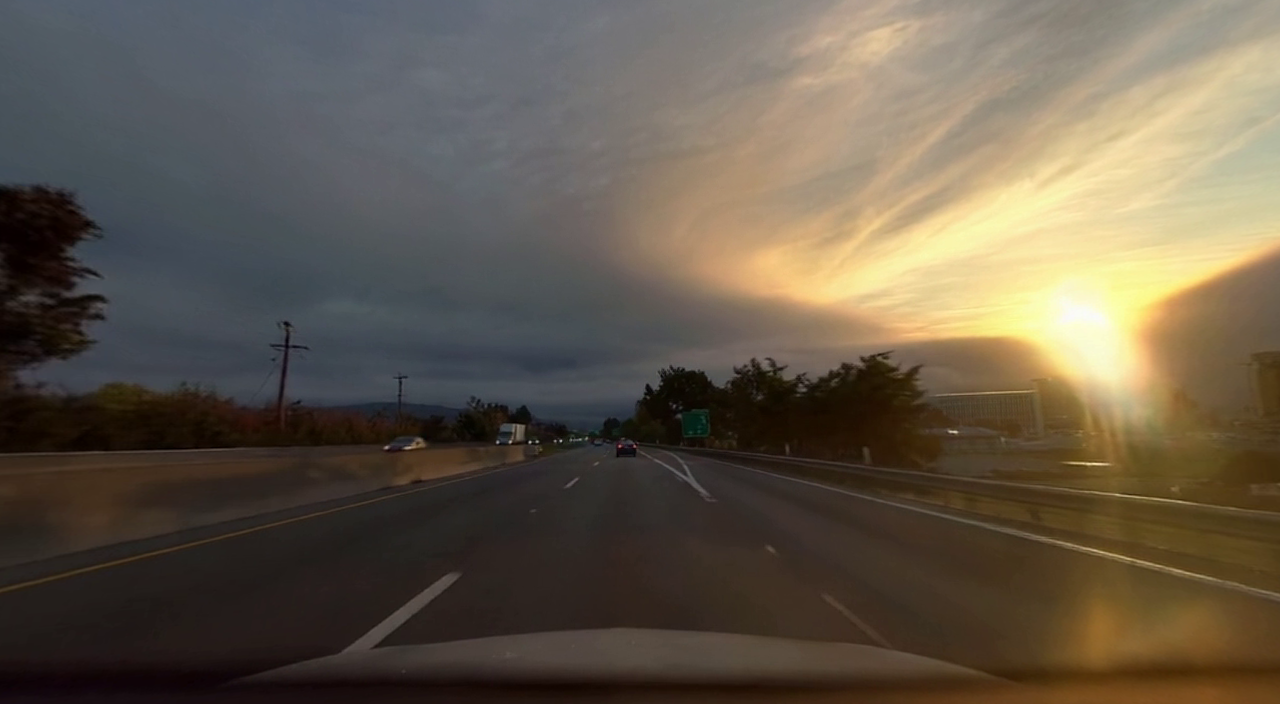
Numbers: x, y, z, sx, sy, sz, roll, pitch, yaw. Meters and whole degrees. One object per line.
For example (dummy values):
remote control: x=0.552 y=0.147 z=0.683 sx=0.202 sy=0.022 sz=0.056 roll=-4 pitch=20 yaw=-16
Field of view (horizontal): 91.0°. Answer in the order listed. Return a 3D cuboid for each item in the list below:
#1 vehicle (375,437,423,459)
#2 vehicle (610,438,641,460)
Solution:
vehicle: x=-16.976 y=6.764 z=44.537 sx=1.913 sy=1.476 sz=4.020 roll=0 pitch=-8 yaw=-1
vehicle: x=-1.035 y=6.844 z=44.553 sx=2.099 sy=1.504 sz=3.843 roll=0 pitch=-8 yaw=-2
